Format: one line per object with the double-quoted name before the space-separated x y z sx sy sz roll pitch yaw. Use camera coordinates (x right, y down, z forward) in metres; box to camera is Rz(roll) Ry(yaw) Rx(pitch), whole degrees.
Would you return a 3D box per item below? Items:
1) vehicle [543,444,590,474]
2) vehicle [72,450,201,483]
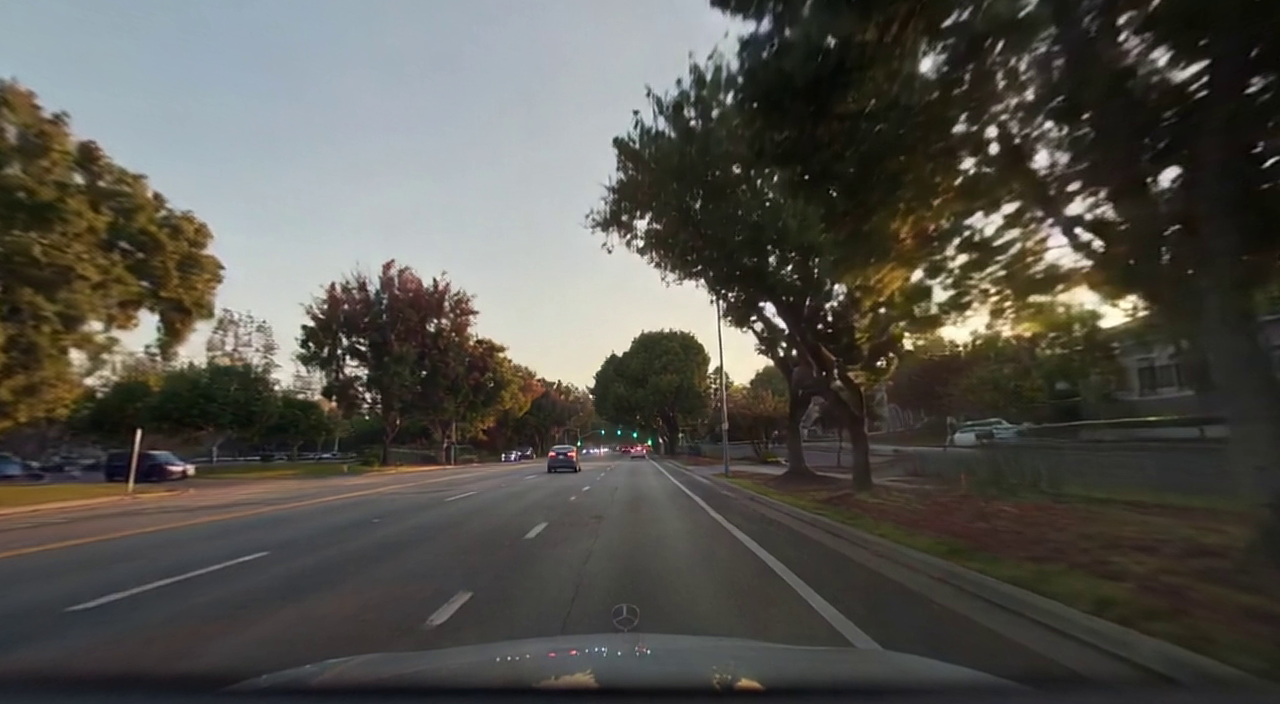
"vehicle" -3.746 5.510 32.871 1.992 1.447 4.044 1 -8 0
"vehicle" -24.648 5.620 31.090 4.454 1.524 1.859 2 -9 -11
